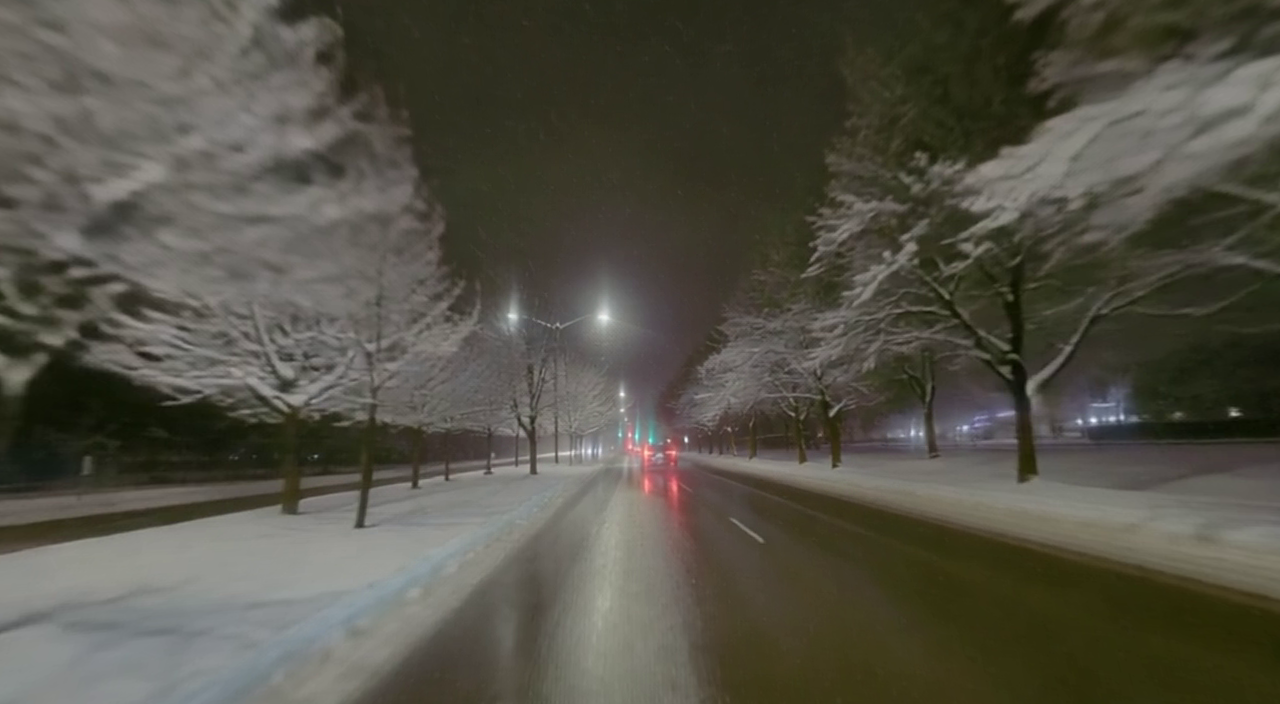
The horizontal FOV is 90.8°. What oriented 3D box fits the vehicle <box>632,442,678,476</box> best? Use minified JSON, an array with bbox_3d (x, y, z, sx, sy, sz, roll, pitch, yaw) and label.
[{"bbox_3d":[0.675,5.288,31.531,2.048,1.584,4.393,0,-8,-2],"label":"vehicle"}]
